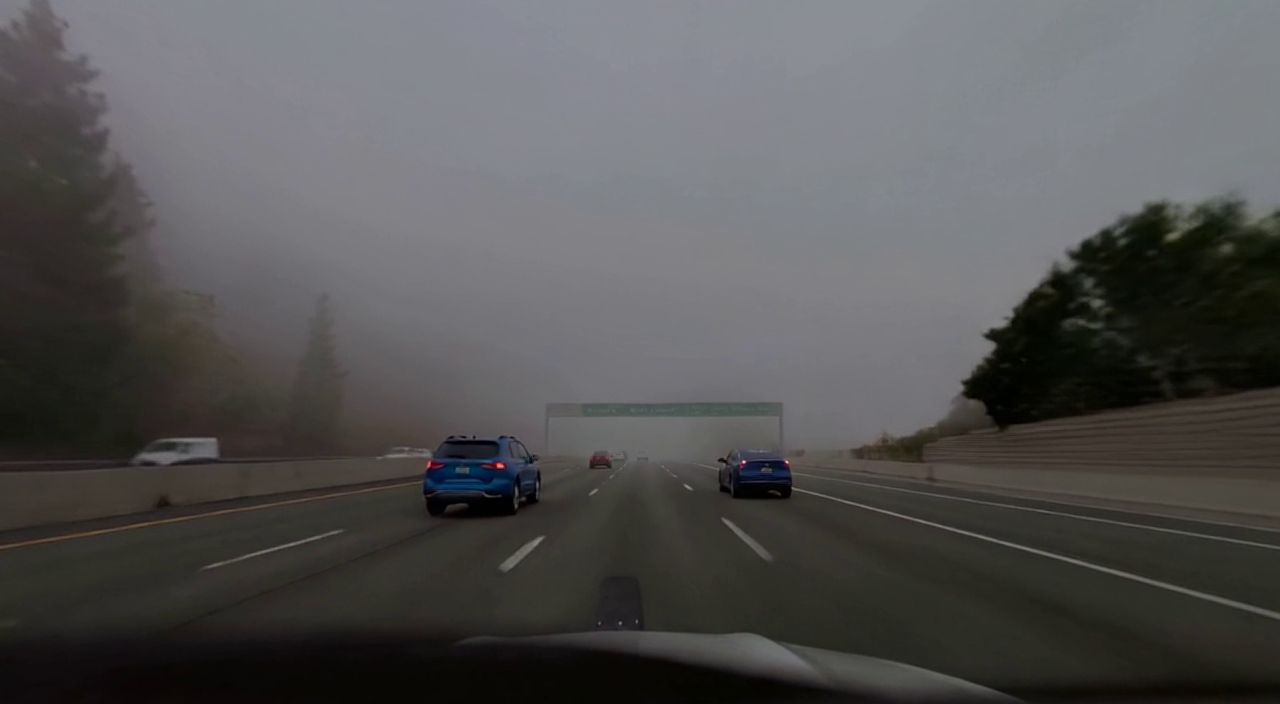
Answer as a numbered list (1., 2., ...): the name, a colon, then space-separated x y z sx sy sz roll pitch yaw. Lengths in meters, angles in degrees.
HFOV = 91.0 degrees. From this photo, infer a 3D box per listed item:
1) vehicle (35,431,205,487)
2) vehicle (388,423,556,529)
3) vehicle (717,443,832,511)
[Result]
1. vehicle: -21.726 4.506 26.771 2.319 2.090 5.628 0 -9 1
2. vehicle: -3.114 2.414 12.835 2.137 1.756 4.453 0 -9 1
3. vehicle: 3.272 3.118 16.181 1.979 1.486 4.125 0 -9 -1
